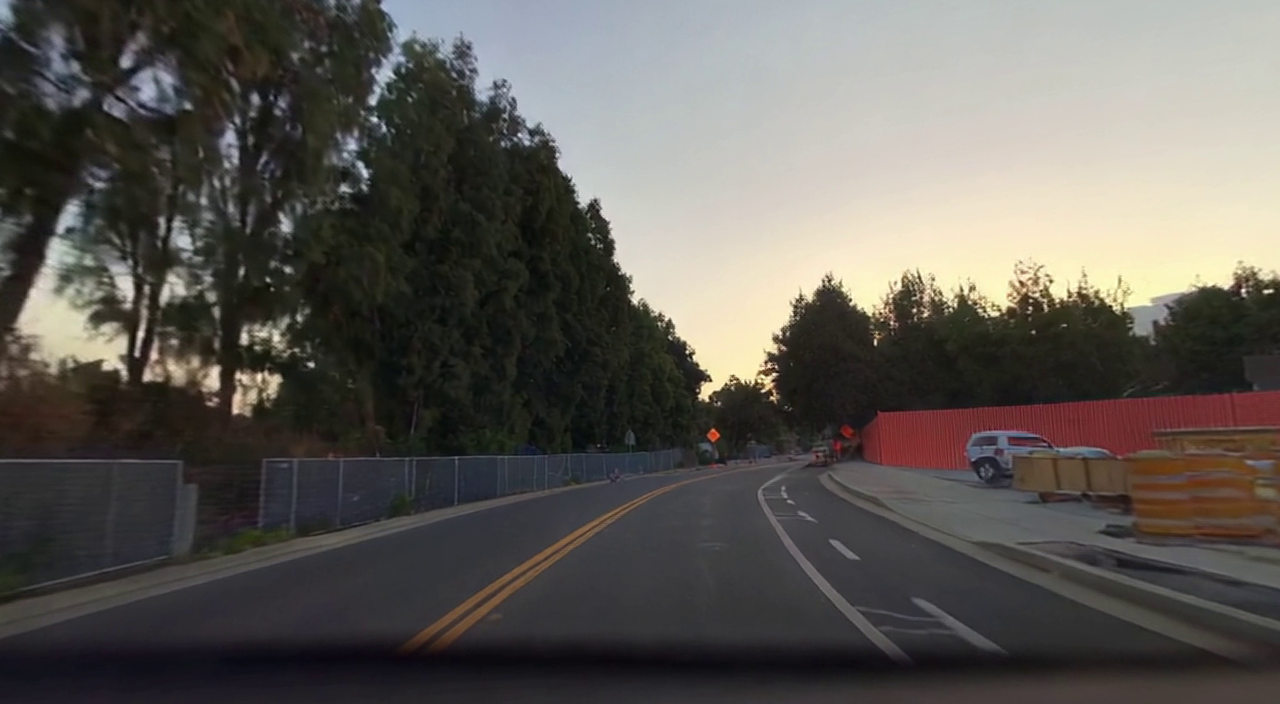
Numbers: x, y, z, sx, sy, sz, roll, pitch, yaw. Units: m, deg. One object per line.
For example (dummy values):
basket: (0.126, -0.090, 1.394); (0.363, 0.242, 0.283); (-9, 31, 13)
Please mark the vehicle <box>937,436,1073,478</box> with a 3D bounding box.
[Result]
vehicle: (14.460, 4.225, 25.289); (4.221, 1.440, 1.915); (-5, -10, 14)
